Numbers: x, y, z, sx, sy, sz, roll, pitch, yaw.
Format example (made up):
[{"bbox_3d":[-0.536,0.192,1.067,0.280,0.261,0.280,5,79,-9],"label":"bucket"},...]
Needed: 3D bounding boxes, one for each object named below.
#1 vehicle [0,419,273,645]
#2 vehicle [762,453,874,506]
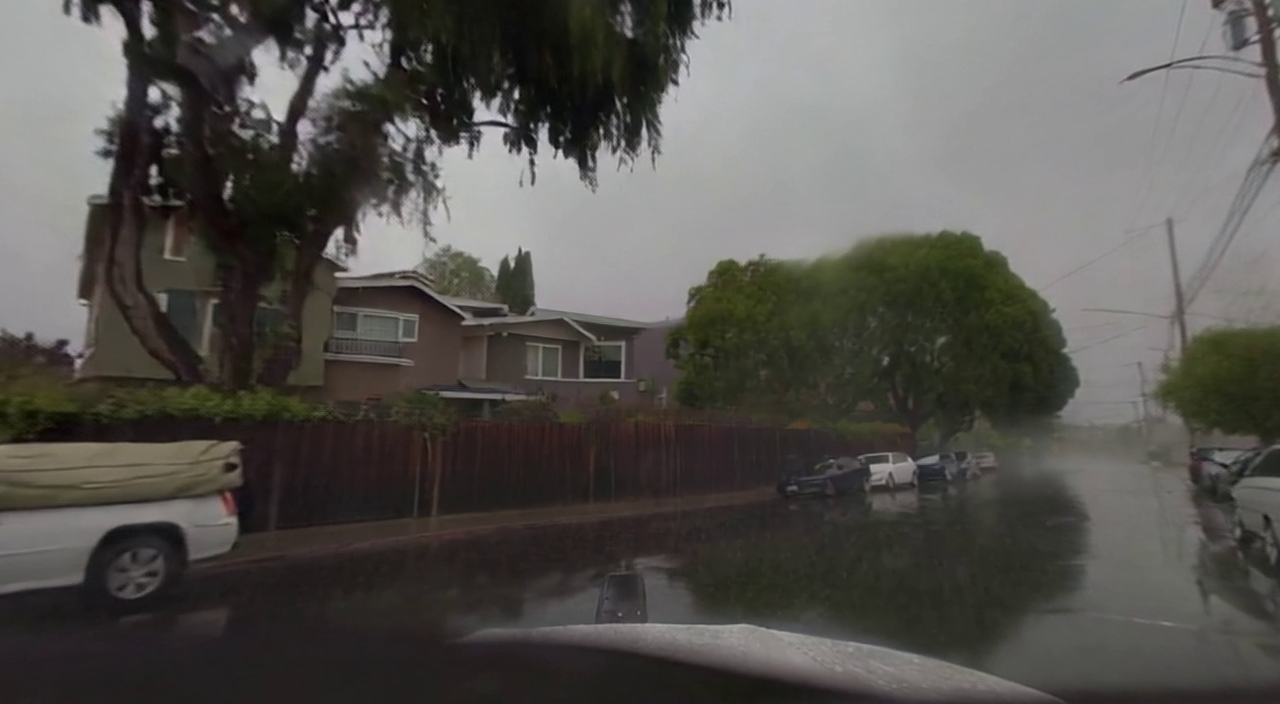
[{"bbox_3d":[-5.437,1.290,4.694,2.082,1.547,4.217,-3,-9,21],"label":"vehicle"},{"bbox_3d":[5.964,4.092,20.810,1.930,1.478,4.731,-6,-11,36],"label":"vehicle"}]
